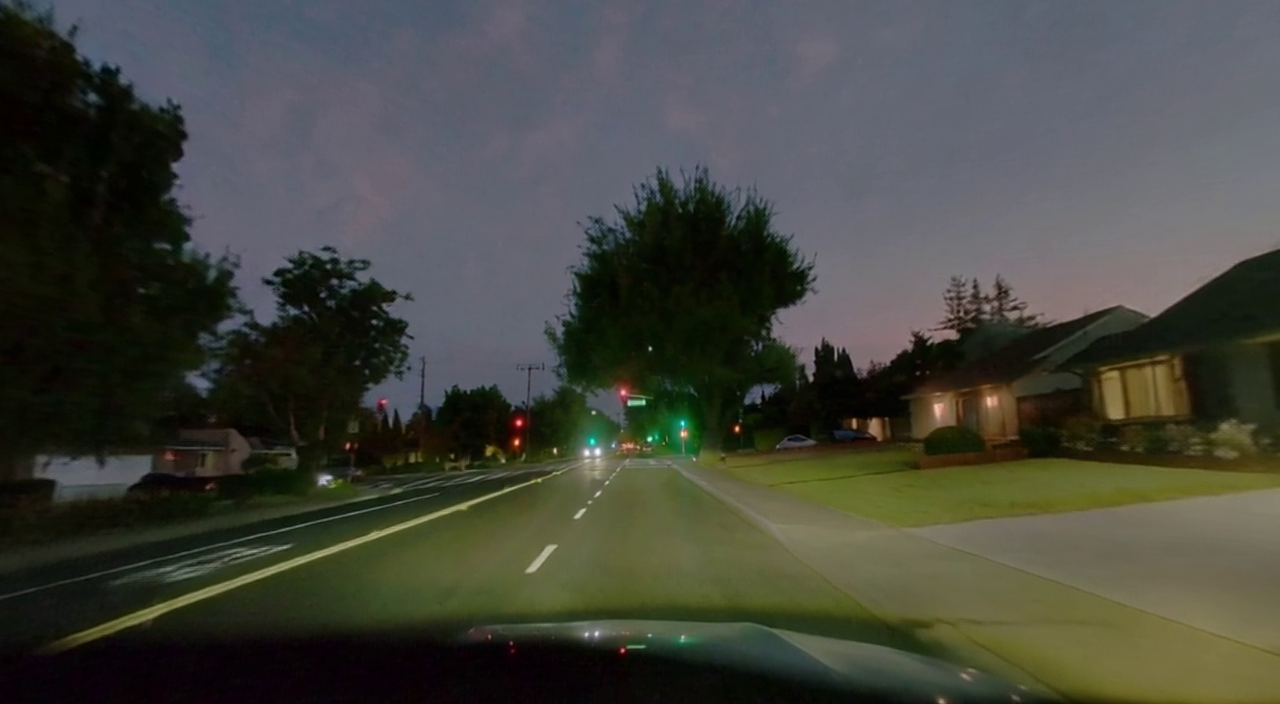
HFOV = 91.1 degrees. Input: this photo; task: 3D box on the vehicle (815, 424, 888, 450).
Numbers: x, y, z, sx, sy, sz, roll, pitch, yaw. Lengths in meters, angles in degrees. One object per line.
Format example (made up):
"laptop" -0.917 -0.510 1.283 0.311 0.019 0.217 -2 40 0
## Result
"vehicle" 14.508 5.868 43.222 4.319 1.700 2.034 0 -8 1
